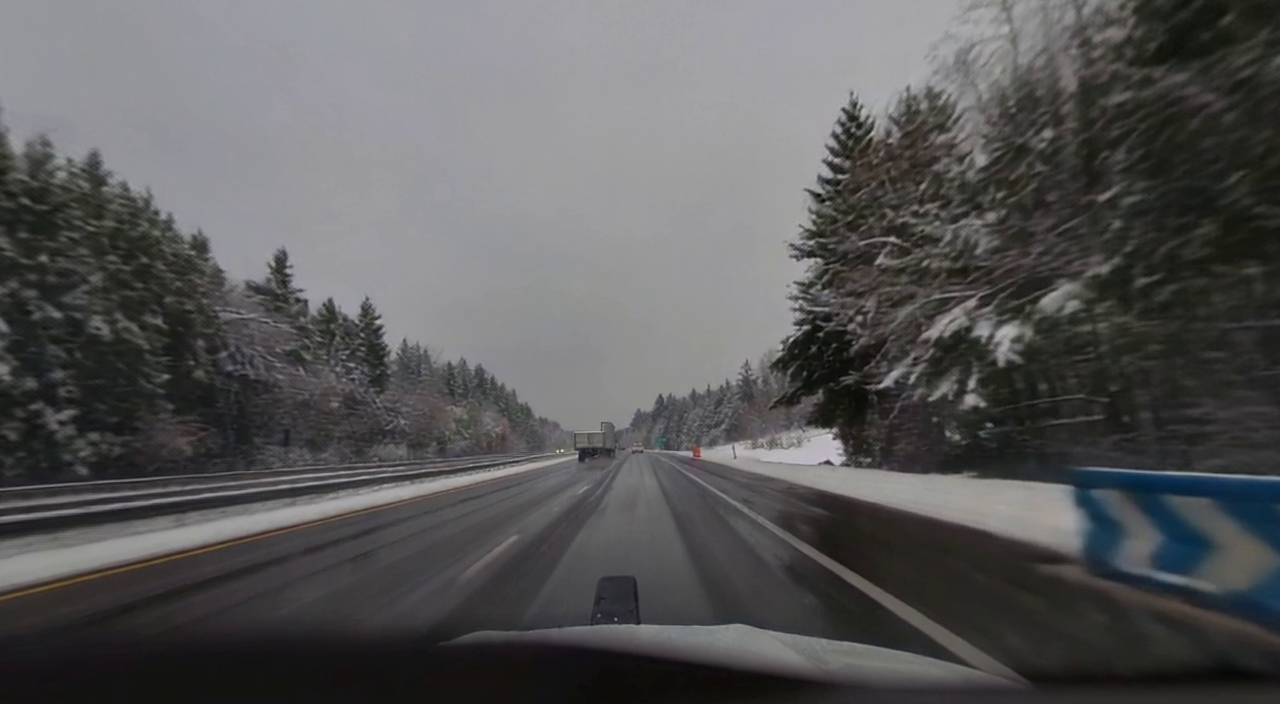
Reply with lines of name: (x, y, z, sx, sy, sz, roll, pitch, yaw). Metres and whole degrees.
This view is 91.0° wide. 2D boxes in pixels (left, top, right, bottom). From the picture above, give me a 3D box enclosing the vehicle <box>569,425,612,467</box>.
vehicle: (-3.333, 6.495, 43.493, 2.484, 2.625, 5.907, -1, -8, 0)
